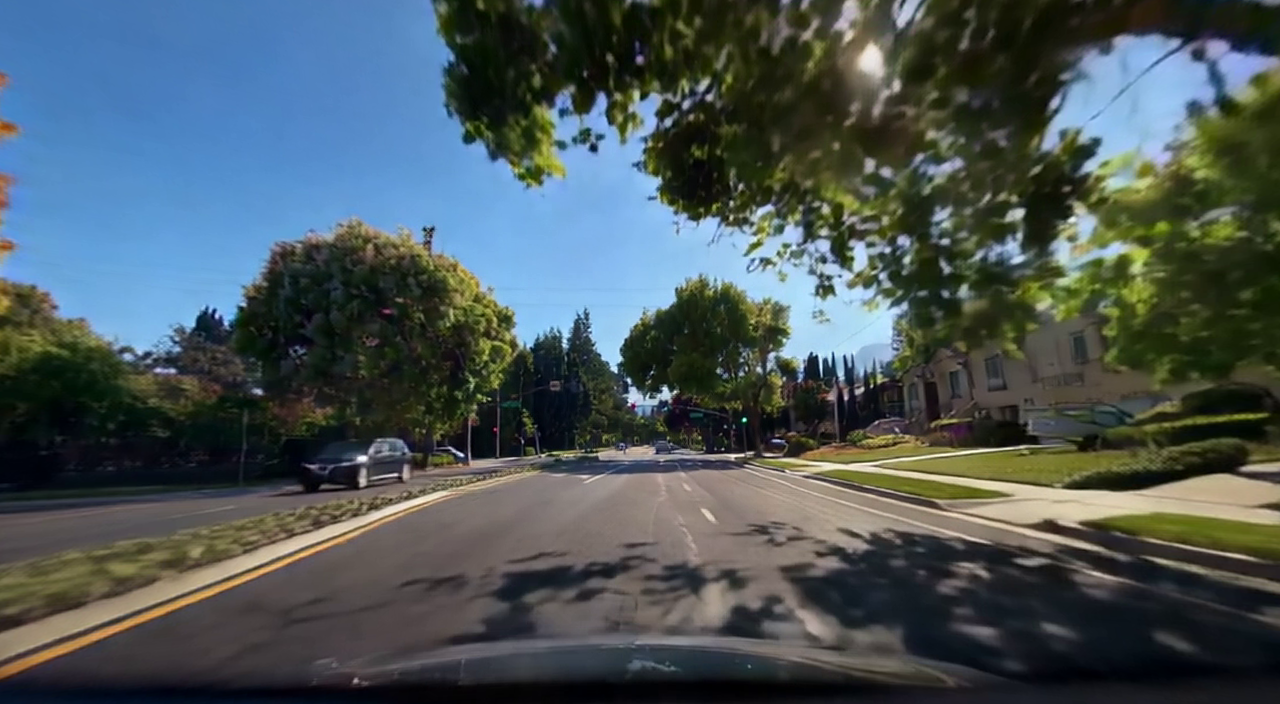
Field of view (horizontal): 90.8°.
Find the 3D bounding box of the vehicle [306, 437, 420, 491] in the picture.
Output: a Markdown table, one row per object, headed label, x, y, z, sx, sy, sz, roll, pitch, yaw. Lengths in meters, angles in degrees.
| label | x | y | z | sx | sy | sz | roll | pitch | yaw |
| --- | --- | --- | --- | --- | --- | --- | --- | --- | --- |
| vehicle | -11.220 | 4.564 | 26.142 | 2.174 | 1.855 | 5.452 | -3 | -9 | 1 |
